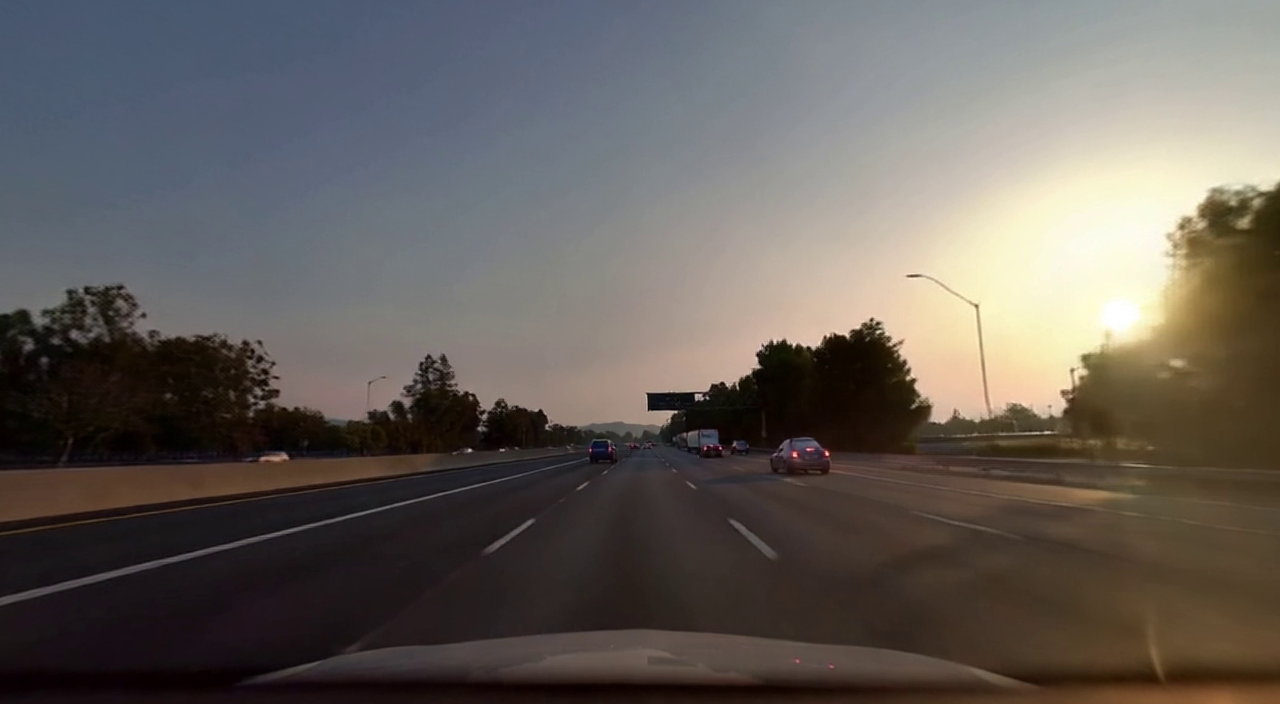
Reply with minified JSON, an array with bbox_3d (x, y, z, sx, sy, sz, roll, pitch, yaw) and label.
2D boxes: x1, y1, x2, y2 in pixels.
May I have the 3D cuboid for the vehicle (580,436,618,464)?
[{"bbox_3d":[-2.927,7.196,46.354,2.453,1.952,5.320,0,-8,0],"label":"vehicle"}]

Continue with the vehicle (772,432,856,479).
[{"bbox_3d":[6.802,4.090,25.154,2.063,1.706,4.259,0,-8,-1],"label":"vehicle"}]
